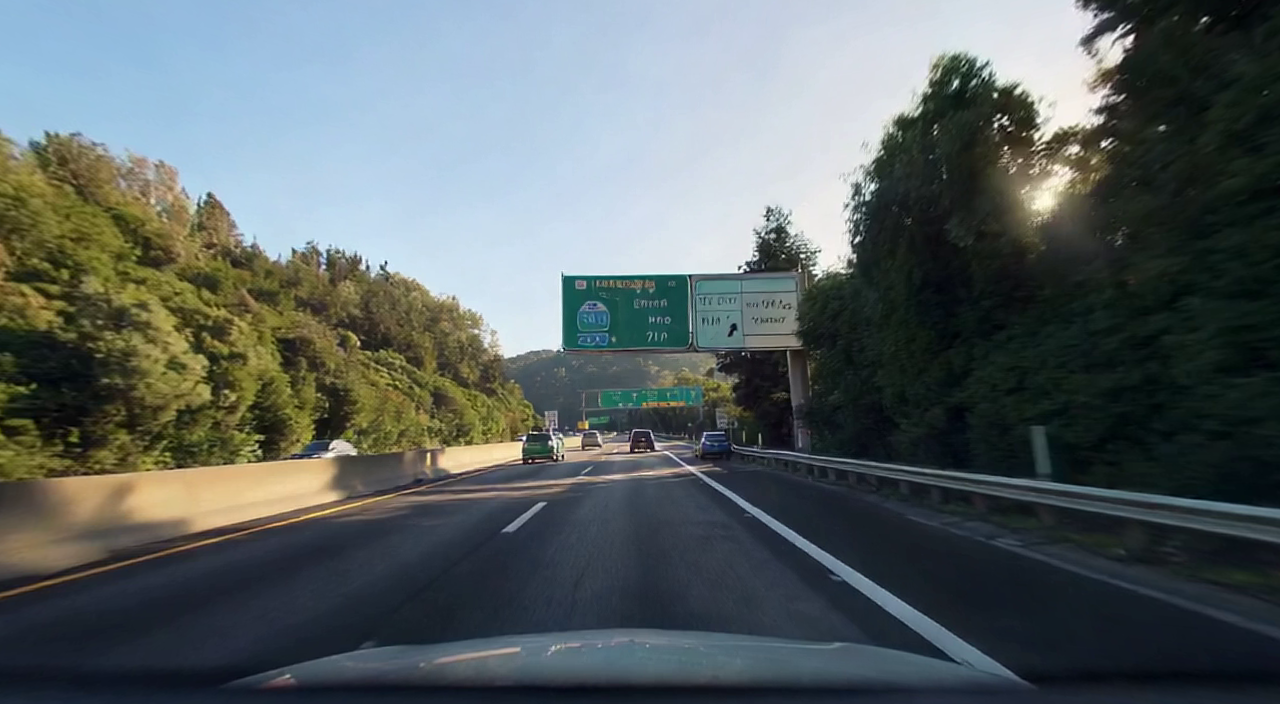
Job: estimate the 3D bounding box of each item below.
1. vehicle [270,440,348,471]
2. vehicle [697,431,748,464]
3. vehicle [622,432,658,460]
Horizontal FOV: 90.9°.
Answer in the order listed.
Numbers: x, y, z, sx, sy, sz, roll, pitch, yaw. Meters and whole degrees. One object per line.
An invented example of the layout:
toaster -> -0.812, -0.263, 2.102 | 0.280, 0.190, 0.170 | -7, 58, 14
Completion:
vehicle -> -16.592, 5.165, 31.834 | 1.824, 1.441, 3.816 | 0, -8, 0
vehicle -> 3.904, 4.573, 30.452 | 1.841, 1.491, 3.869 | 0, -8, -1
vehicle -> -0.030, 5.194, 35.117 | 1.869, 1.466, 3.356 | 0, -8, -1
